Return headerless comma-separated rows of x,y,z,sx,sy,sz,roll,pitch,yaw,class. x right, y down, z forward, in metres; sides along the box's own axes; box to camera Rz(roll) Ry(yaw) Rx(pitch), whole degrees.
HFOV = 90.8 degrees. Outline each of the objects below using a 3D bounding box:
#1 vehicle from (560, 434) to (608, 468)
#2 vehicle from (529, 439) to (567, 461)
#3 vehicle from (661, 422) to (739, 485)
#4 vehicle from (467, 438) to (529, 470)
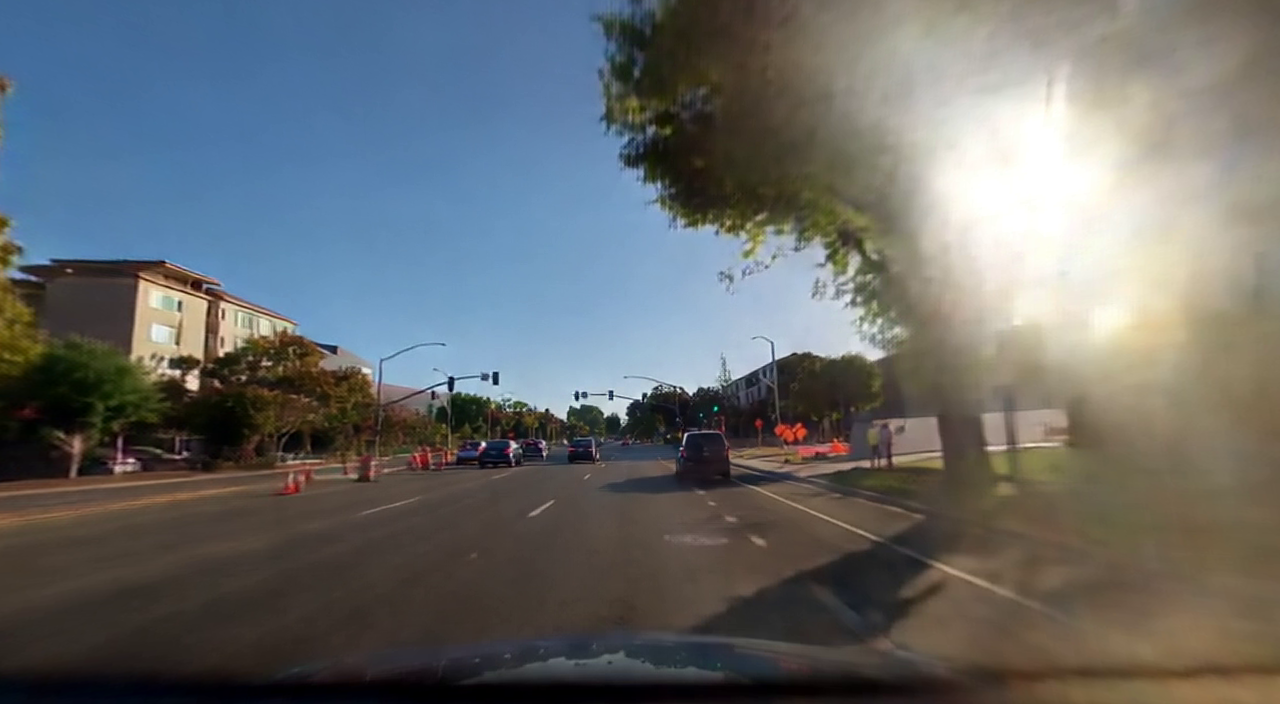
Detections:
-2.904,5.248,33.609,2.121,1.654,3.993,0,-8,1,vehicle
-6.511,6.970,45.142,1.993,1.492,3.666,0,-8,2,vehicle
1.848,3.324,20.853,2.197,1.835,4.316,0,-8,1,vehicle
-7.038,5.104,31.760,1.928,1.488,4.635,0,-8,2,vehicle
